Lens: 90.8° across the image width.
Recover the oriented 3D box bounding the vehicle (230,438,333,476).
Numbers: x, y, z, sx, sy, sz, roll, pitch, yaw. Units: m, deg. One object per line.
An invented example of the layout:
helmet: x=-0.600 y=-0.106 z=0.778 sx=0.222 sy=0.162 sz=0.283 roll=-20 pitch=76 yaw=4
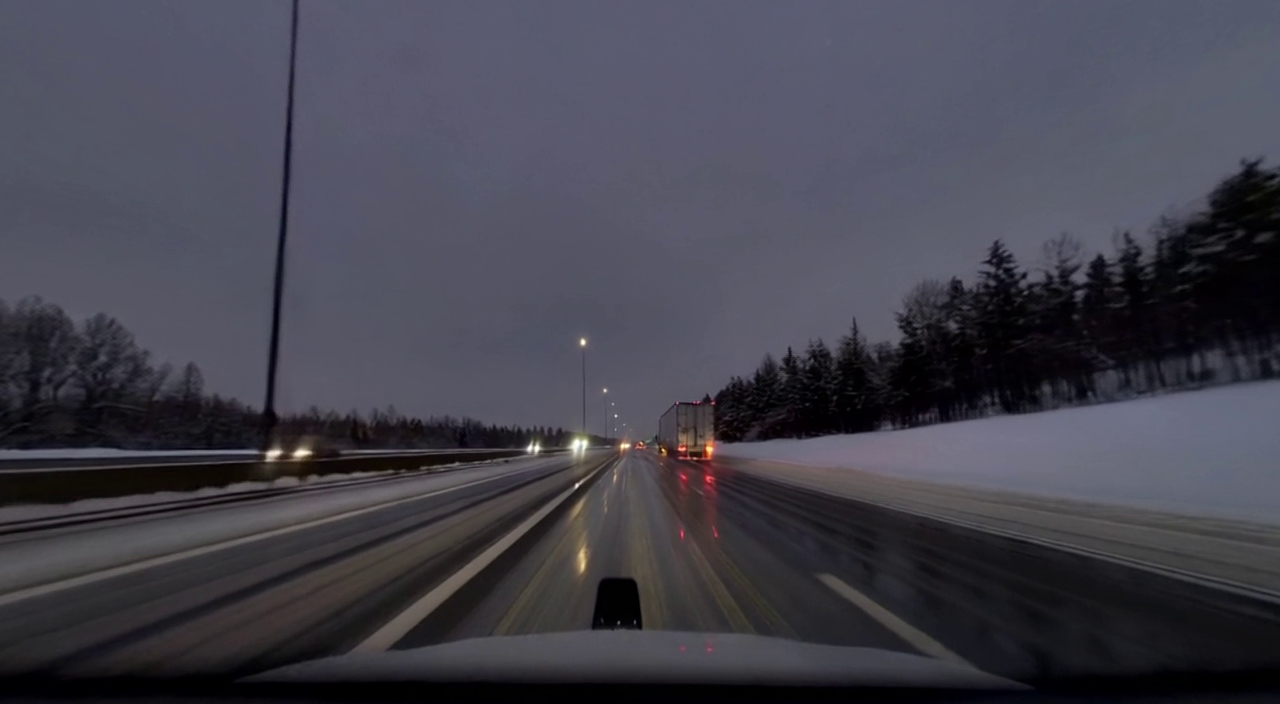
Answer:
vehicle: x=-15.756 y=4.631 z=28.090 sx=1.962 sy=1.572 sz=4.565 roll=0 pitch=-9 yaw=-1
